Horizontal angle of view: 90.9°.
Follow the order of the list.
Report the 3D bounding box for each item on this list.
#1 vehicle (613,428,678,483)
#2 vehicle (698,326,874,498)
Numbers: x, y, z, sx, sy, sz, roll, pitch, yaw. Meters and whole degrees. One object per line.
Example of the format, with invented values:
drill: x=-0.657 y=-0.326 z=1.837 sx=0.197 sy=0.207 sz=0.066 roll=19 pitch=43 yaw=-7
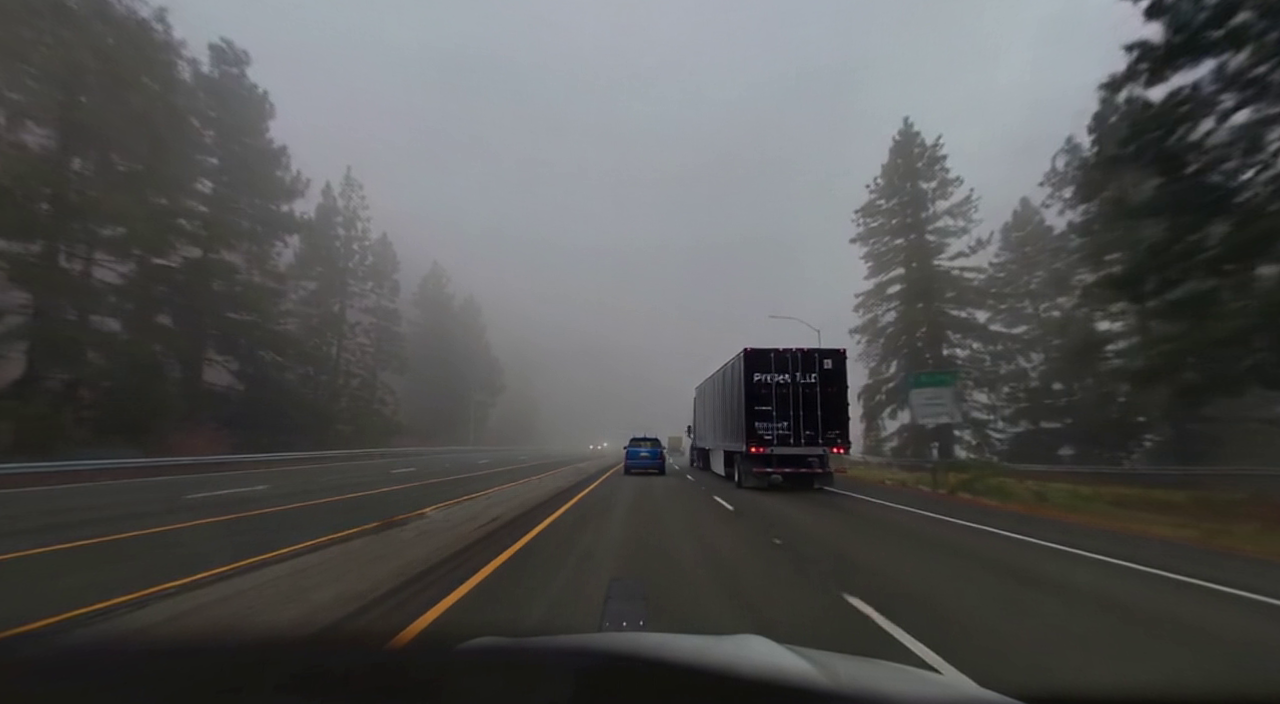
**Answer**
vehicle: x=0.214 y=3.886 z=24.019 sx=2.222 sy=1.848 sz=4.610 roll=0 pitch=-8 yaw=1
vehicle: x=4.257 y=2.619 z=23.551 sx=2.899 sy=4.160 sz=16.621 roll=0 pitch=-8 yaw=1
